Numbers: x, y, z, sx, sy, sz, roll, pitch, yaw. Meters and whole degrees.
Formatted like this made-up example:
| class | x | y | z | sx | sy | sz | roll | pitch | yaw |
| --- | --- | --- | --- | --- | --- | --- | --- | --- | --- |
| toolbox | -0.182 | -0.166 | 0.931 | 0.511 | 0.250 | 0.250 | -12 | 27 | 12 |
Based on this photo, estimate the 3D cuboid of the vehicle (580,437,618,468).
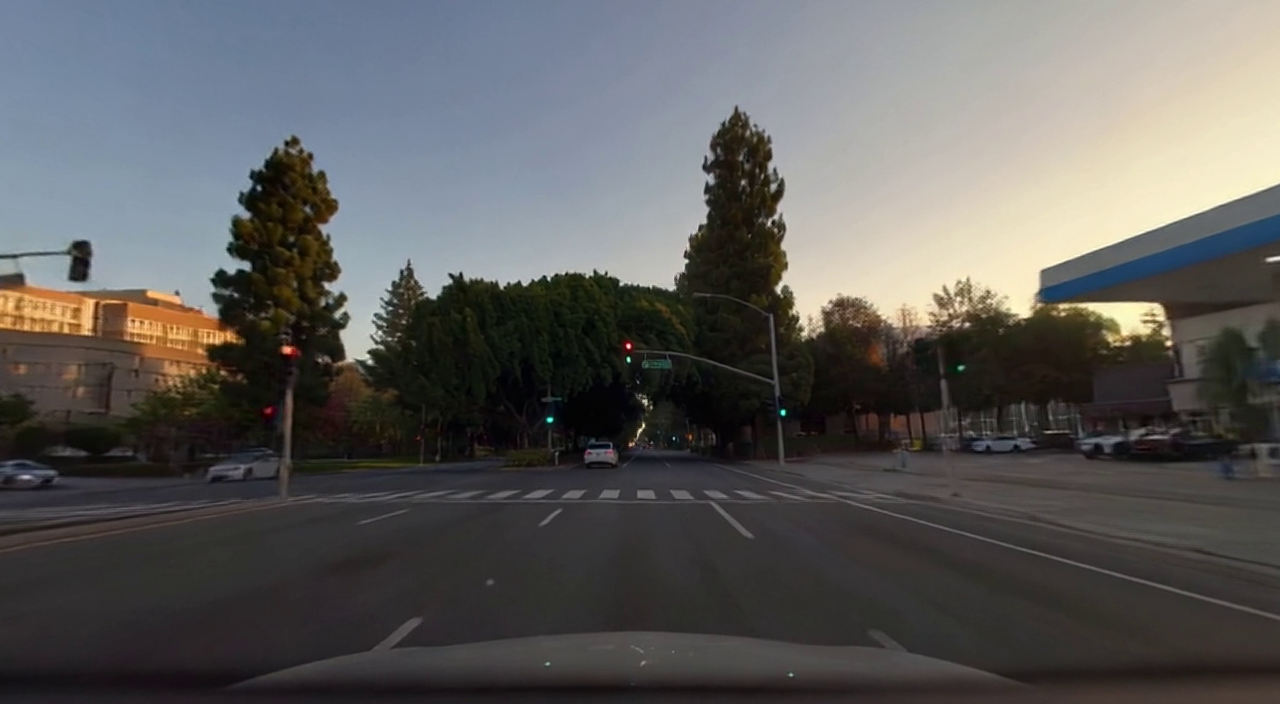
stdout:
| class | x | y | z | sx | sy | sz | roll | pitch | yaw |
| --- | --- | --- | --- | --- | --- | --- | --- | --- | --- |
| vehicle | -2.440 | 6.136 | 38.519 | 2.011 | 1.756 | 4.478 | 0 | -9 | 1 |

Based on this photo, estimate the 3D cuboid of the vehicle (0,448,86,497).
| class | x | y | z | sx | sy | sz | roll | pitch | yaw |
| --- | --- | --- | --- | --- | --- | --- | --- | --- | --- |
| vehicle | -28.221 | 5.460 | 28.387 | 4.597 | 1.952 | 2.040 | -3 | -7 | -1 |

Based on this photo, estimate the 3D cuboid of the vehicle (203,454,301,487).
| class | x | y | z | sx | sy | sz | roll | pitch | yaw |
| --- | --- | --- | --- | --- | --- | --- | --- | --- | --- |
| vehicle | -22.765 | 6.955 | 37.183 | 1.988 | 1.717 | 4.403 | -6 | -10 | 28 |
